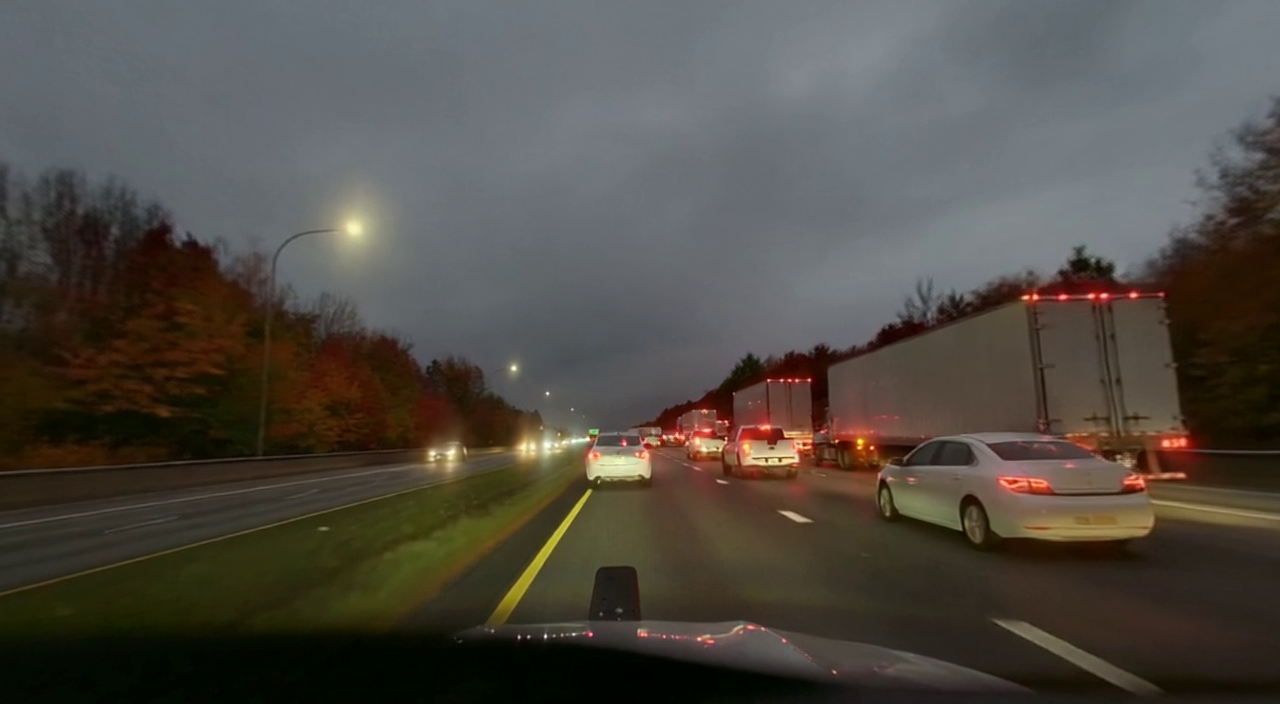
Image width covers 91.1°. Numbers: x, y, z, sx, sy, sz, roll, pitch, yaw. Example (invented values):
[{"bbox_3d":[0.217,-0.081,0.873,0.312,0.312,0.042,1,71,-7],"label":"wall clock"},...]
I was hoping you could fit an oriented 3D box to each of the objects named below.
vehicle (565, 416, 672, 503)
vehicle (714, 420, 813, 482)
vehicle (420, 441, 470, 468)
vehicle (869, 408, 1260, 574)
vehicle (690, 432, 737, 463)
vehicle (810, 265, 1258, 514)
[{"bbox_3d":[-0.453,2.419,14.687,2.087,1.709,4.455,0,-8,-1],"label":"vehicle"},{"bbox_3d":[3.677,3.032,19.531,2.147,1.707,3.963,0,-8,-2],"label":"vehicle"},{"bbox_3d":[-11.947,6.285,38.714,1.874,1.504,3.847,0,-8,0],"label":"vehicle"},{"bbox_3d":[4.703,1.565,7.934,2.040,1.523,4.068,0,-8,-1],"label":"vehicle"},{"bbox_3d":[3.751,4.948,32.790,1.865,1.471,3.916,0,-8,-2],"label":"vehicle"},{"bbox_3d":[8.317,1.512,17.355,2.908,4.099,14.103,0,-8,-2],"label":"vehicle"}]
